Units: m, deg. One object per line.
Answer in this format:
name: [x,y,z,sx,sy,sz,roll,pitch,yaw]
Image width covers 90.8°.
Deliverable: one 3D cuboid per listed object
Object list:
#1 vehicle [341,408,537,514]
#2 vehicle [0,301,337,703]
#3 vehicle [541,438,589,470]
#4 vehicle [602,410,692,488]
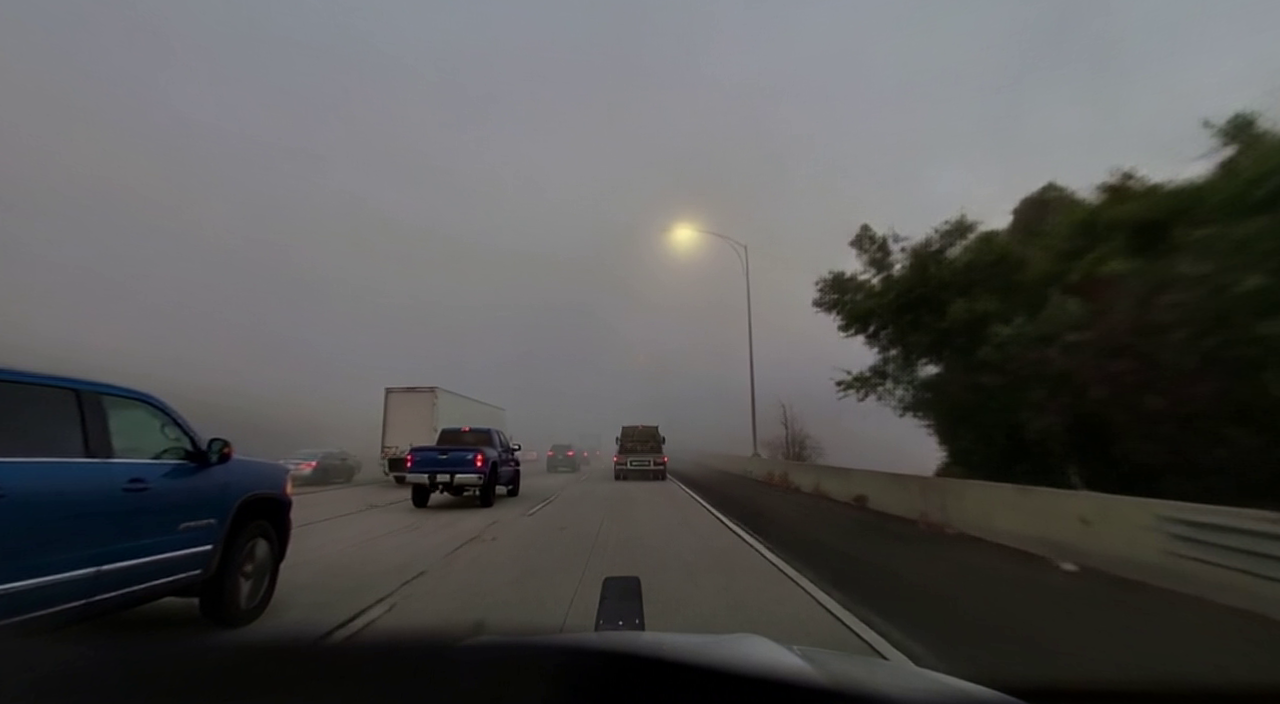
vehicle: [-4.207,2.459,14.672,2.575,1.958,5.730,0,-9,1]
vehicle: [-3.552,0.734,2.315,2.303,1.835,5.044,0,-9,1]
vehicle: [-4.612,6.378,39.525,2.329,1.859,4.823,0,-9,1]
vehicle: [0.111,3.716,24.271,2.886,2.471,7.692,0,-9,-2]
